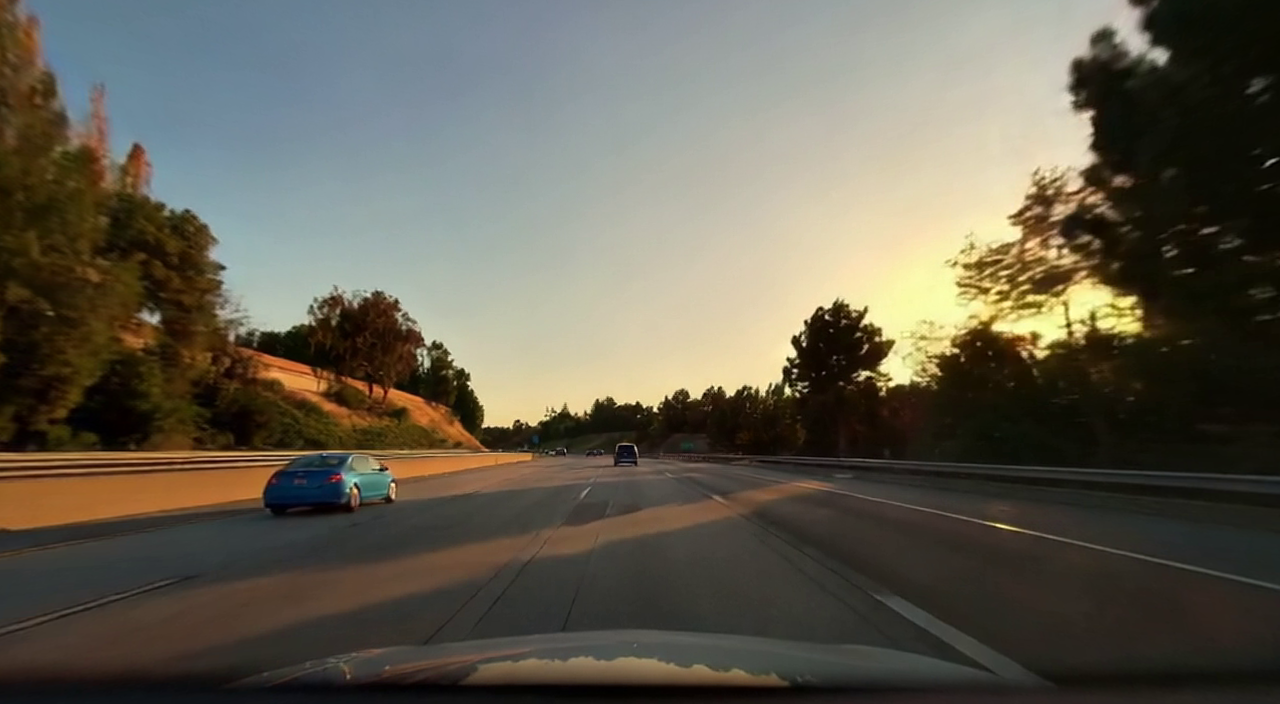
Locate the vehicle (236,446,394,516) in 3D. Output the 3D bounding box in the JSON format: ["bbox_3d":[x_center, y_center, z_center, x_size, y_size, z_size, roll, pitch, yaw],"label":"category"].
[{"bbox_3d":[-7.764,3.074,15.595,1.915,1.479,3.843,0,-9,-1],"label":"vehicle"}]

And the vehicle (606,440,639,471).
[{"bbox_3d":[-1.176,6.684,40.824,1.990,1.878,4.079,0,-9,-3],"label":"vehicle"}]
